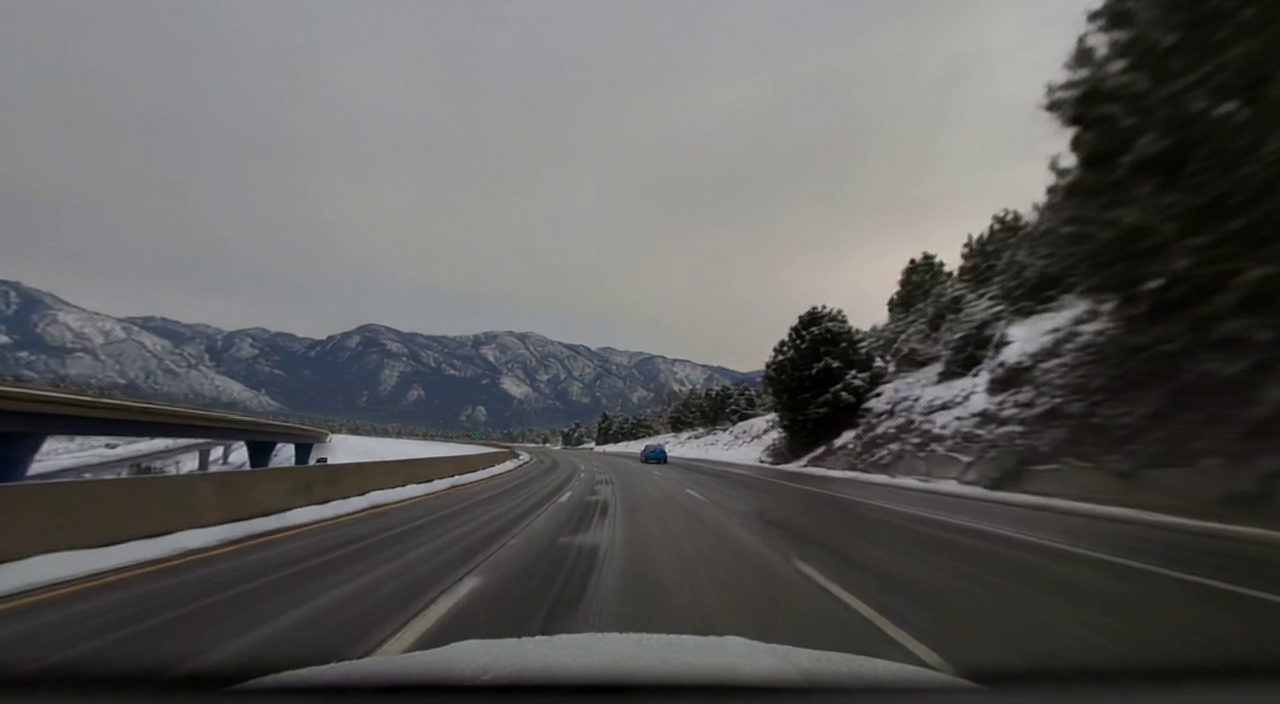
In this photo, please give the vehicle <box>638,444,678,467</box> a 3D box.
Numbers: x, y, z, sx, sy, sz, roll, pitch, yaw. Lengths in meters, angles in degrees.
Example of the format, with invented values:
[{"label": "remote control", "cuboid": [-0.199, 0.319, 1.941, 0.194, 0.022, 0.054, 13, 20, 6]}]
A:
[{"label": "vehicle", "cuboid": [1.115, 6.900, 42.035, 1.985, 1.440, 4.466, 1, -9, -8]}]
